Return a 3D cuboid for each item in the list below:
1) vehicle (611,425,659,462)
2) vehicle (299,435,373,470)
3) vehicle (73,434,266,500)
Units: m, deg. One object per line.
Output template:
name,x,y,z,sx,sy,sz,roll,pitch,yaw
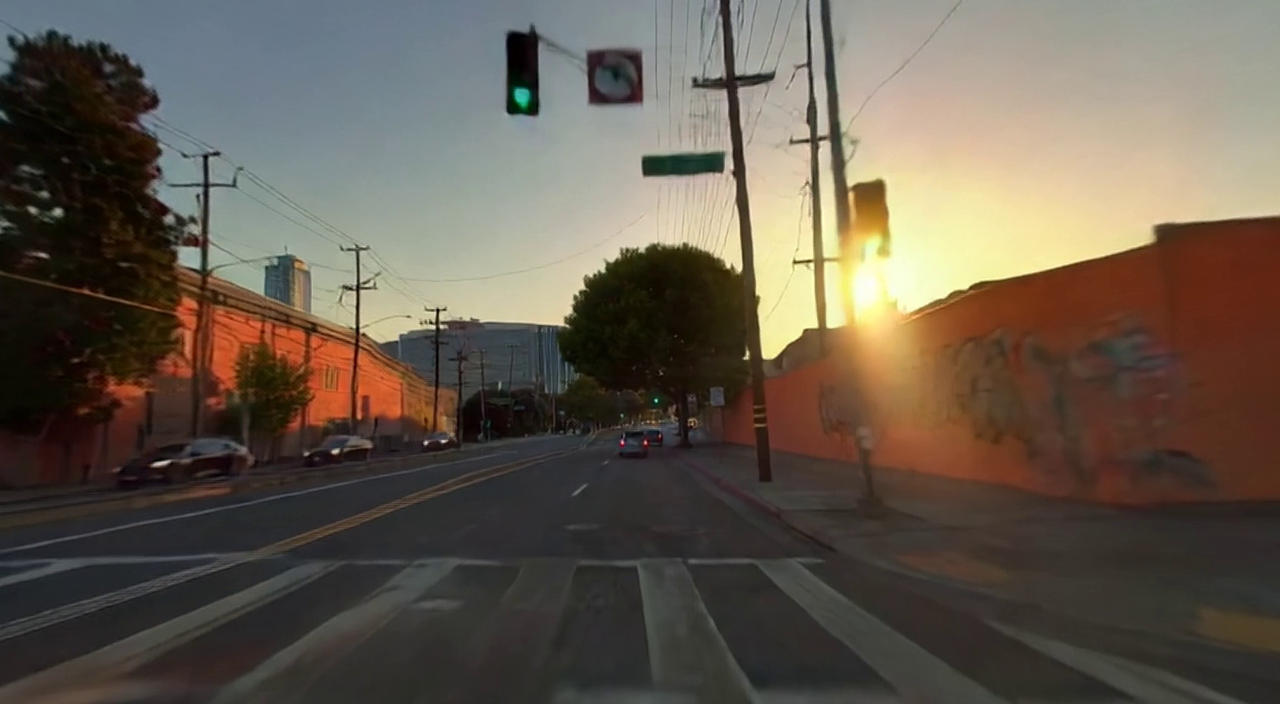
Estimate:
vehicle,-0.228,4.311,29.831,2.105,1.611,3.750,0,-8,0
vehicle,-15.839,5.242,33.173,1.841,1.658,3.953,0,-8,1
vehicle,-12.867,3.129,17.726,1.992,1.585,4.375,0,-8,1
